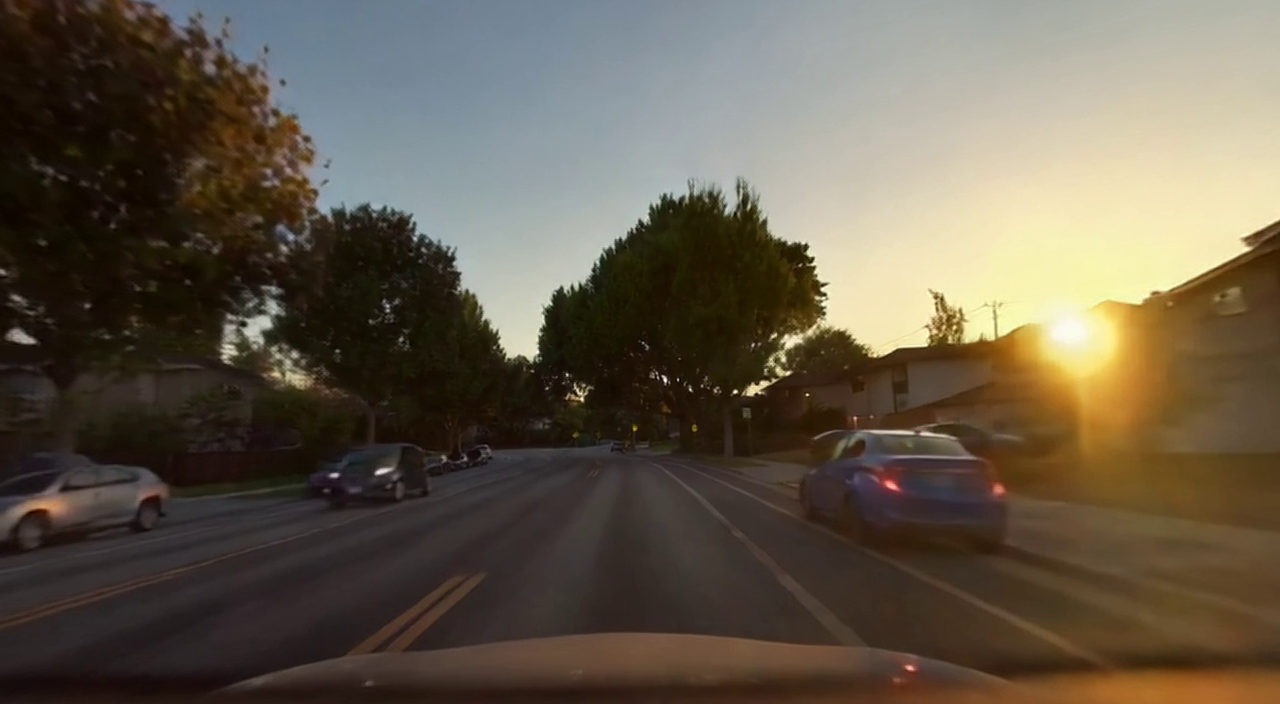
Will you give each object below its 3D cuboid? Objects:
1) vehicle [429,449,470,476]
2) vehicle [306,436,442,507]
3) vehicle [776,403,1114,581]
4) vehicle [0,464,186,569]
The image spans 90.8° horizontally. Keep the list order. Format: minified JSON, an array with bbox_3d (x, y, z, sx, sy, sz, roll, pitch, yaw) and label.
[{"bbox_3d":[-12.031,7.002,40.147,1.750,1.471,3.960,2,-7,-6],"label":"vehicle"},{"bbox_3d":[-7.276,3.278,17.877,2.090,1.724,4.270,1,-8,-2],"label":"vehicle"},{"bbox_3d":[3.705,1.817,9.259,2.176,1.793,5.534,0,-8,0],"label":"vehicle"},{"bbox_3d":[-11.058,2.898,11.599,1.958,1.493,4.671,0,-8,0],"label":"vehicle"}]
